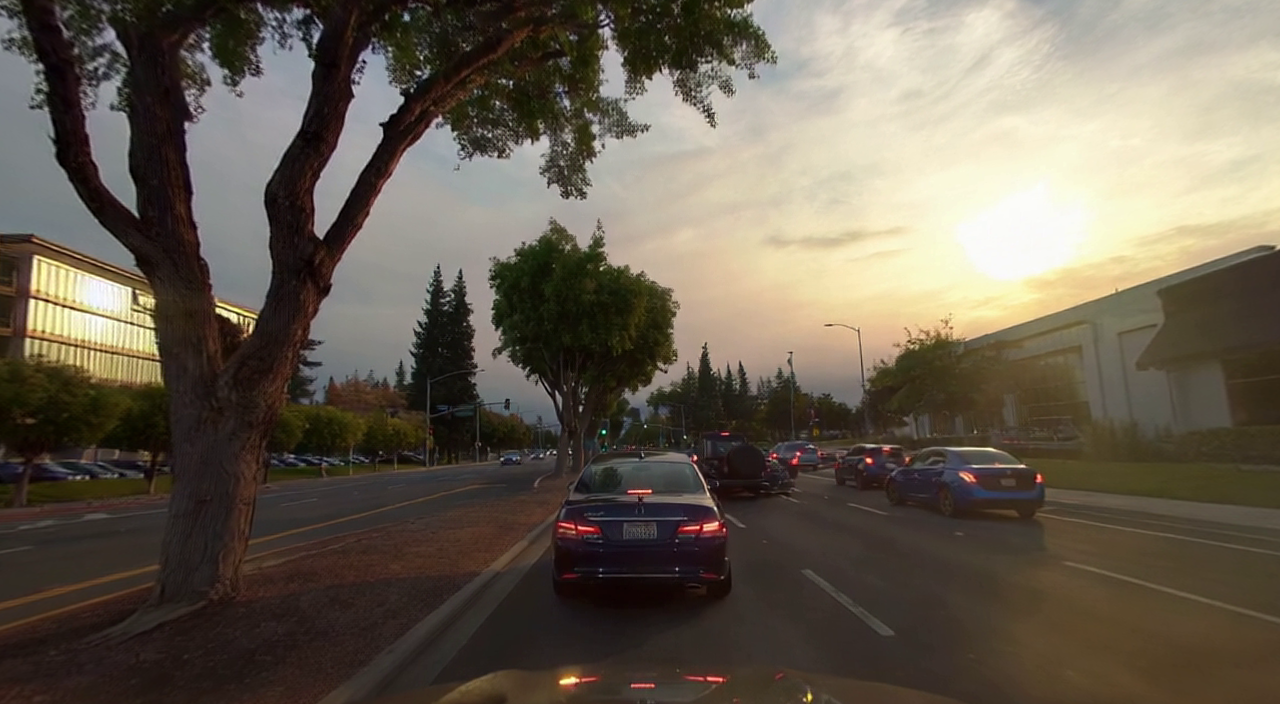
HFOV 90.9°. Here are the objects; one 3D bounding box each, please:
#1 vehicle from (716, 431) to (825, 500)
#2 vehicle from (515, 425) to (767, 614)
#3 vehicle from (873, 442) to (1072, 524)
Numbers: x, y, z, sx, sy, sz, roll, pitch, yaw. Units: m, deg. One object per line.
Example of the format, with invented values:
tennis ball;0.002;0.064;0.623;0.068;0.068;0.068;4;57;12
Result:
vehicle;3.608;3.229;18.403;2.114;1.736;4.553;0;-8;-1
vehicle;-0.026;1.644;7.210;1.977;1.465;4.376;0;-8;-1
vehicle;6.864;2.699;13.688;1.911;1.468;4.417;0;-8;0
